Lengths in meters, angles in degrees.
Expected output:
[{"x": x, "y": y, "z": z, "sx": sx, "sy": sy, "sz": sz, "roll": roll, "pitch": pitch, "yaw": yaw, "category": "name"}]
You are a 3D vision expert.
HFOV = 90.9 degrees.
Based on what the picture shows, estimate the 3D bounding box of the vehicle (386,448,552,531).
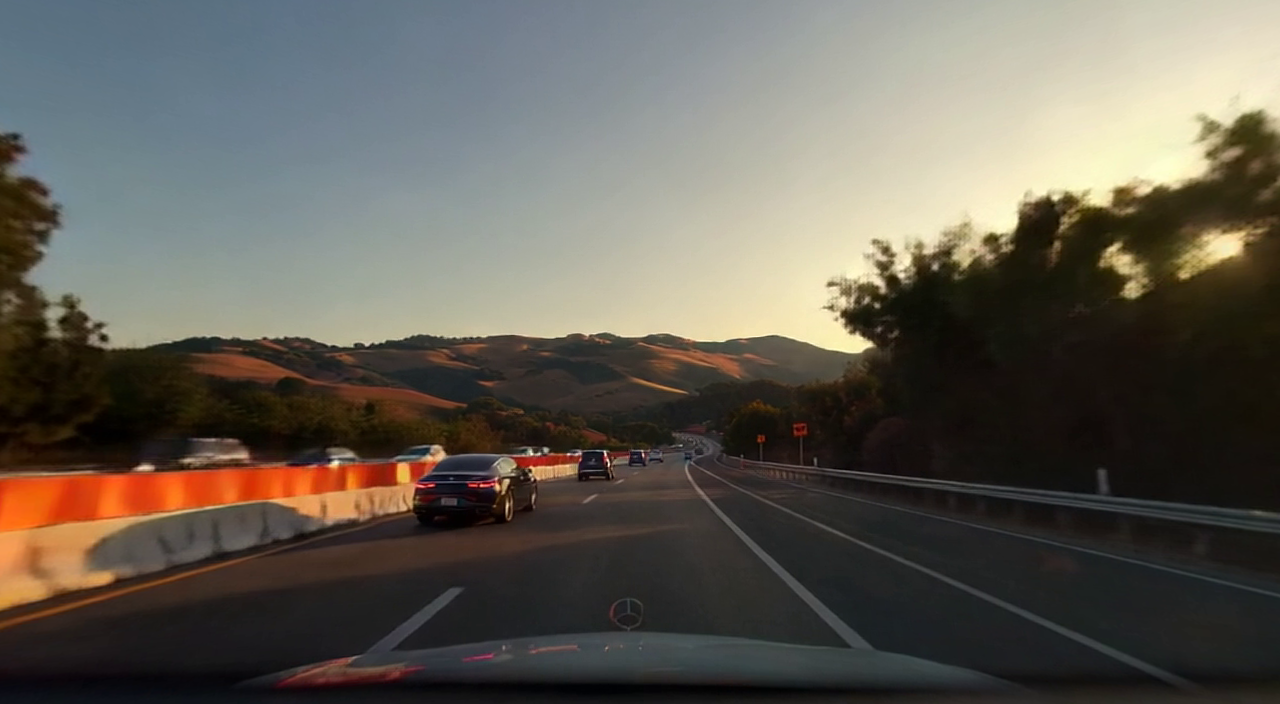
[{"x": -3.088, "y": 2.571, "z": 12.348, "sx": 2.061, "sy": 1.330, "sz": 3.928, "roll": 0, "pitch": -9, "yaw": 1, "category": "vehicle"}]

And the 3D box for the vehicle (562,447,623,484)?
[{"x": -1.961, "y": 4.875, "z": 27.305, "sx": 2.094, "sy": 1.480, "sz": 4.124, "roll": -1, "pitch": -9, "yaw": 3, "category": "vehicle"}]
